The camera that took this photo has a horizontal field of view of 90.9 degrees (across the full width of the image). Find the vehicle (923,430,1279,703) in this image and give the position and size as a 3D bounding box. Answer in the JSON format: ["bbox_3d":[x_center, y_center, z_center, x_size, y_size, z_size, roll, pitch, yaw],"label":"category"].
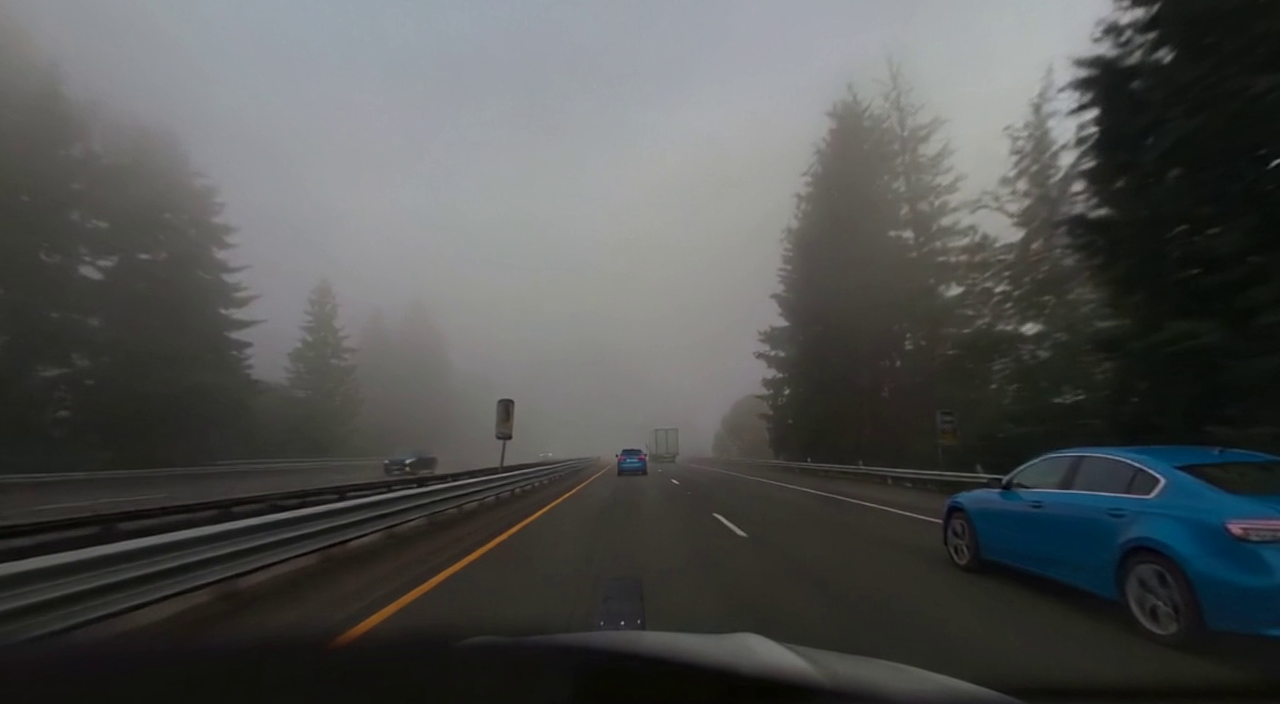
[{"bbox_3d":[4.087,1.387,4.953,1.917,1.421,3.759,0,-9,-1],"label":"vehicle"}]

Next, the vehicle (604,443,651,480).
[{"bbox_3d":[-0.634,5.457,31.503,2.190,1.706,4.062,0,-9,-1],"label":"vehicle"}]

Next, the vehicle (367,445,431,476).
[{"bbox_3d":[-13.113,5.921,34.527,1.964,1.541,3.928,0,-9,-1],"label":"vehicle"}]
